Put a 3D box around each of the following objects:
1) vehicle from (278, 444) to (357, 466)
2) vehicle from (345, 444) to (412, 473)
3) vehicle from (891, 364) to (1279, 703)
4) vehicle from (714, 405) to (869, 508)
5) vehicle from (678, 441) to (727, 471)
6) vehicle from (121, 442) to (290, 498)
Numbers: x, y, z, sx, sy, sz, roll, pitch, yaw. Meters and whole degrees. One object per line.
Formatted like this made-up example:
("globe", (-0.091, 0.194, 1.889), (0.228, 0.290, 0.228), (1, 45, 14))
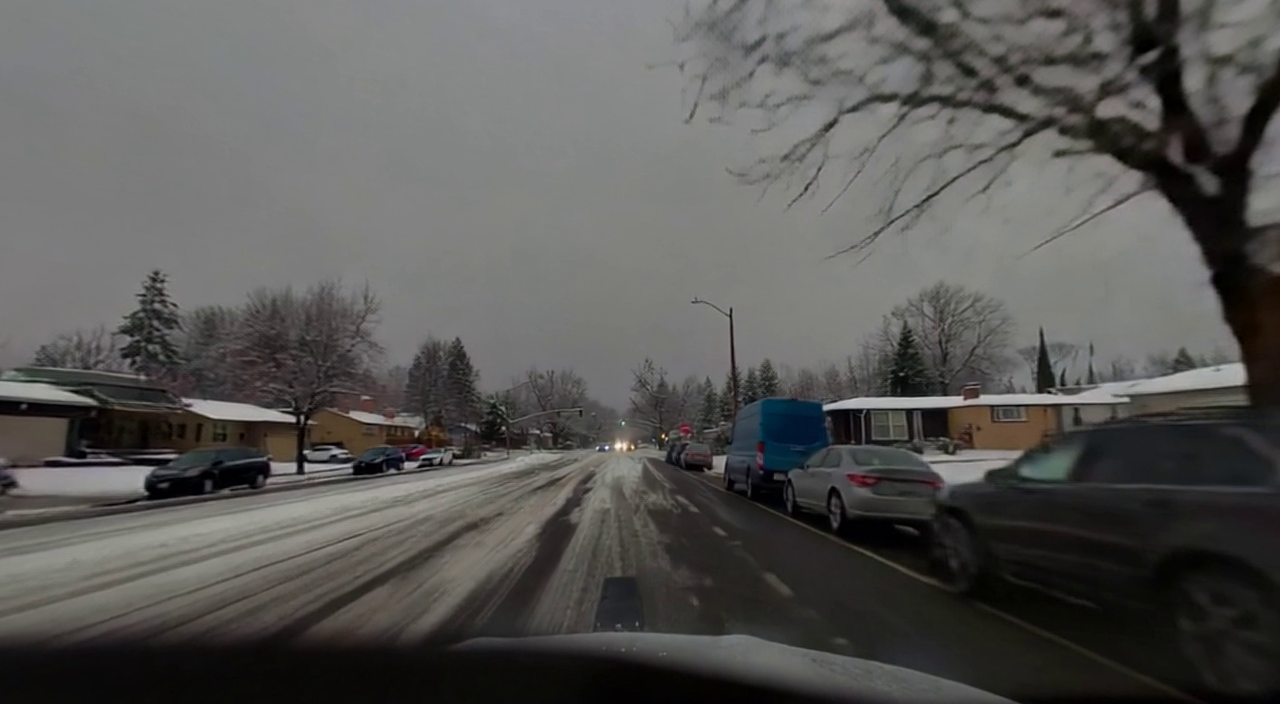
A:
("vehicle", (-23.161, 7.415, 45.525), (4.599, 1.433, 1.863), (1, -9, -3))
("vehicle", (-14.889, 6.092, 36.269), (1.923, 1.535, 4.862), (0, -9, -2))
("vehicle", (3.963, 1.192, 4.787), (2.067, 1.706, 4.506), (0, -9, -3))
("vehicle", (3.527, 2.624, 16.173), (2.521, 2.168, 5.478), (0, -9, -1))
("vehicle", (3.227, 5.499, 33.602), (1.956, 1.468, 4.524), (0, -9, -3))
("vehicle", (-14.382, 3.909, 21.423), (2.045, 1.636, 5.214), (0, -9, 0))
